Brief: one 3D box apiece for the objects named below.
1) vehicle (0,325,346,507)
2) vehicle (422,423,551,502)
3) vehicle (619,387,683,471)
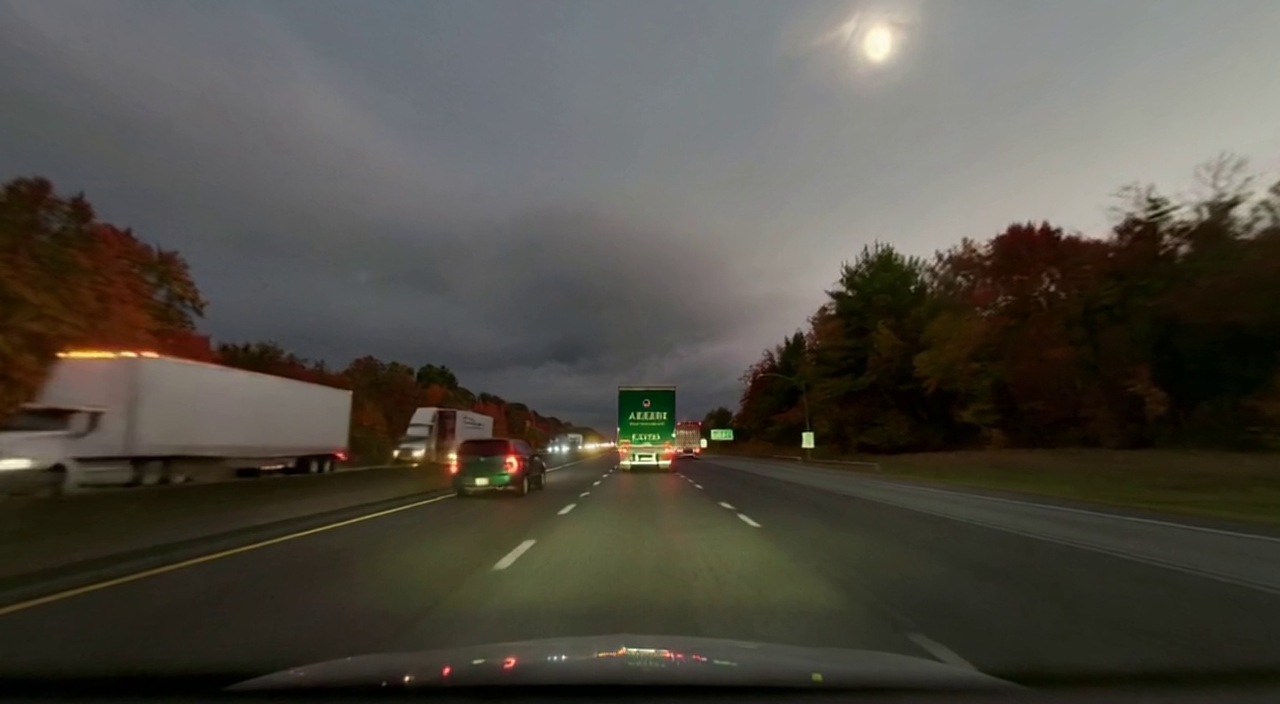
[{"bbox_3d":[-15.808,2.648,22.871,3.300,4.600,14.107,0,-9,0],"label":"vehicle"},{"bbox_3d":[-3.677,2.765,16.044,2.097,1.711,4.594,0,-9,1],"label":"vehicle"},{"bbox_3d":[0.506,4.518,35.716,3.057,4.073,10.792,0,-9,0],"label":"vehicle"}]
